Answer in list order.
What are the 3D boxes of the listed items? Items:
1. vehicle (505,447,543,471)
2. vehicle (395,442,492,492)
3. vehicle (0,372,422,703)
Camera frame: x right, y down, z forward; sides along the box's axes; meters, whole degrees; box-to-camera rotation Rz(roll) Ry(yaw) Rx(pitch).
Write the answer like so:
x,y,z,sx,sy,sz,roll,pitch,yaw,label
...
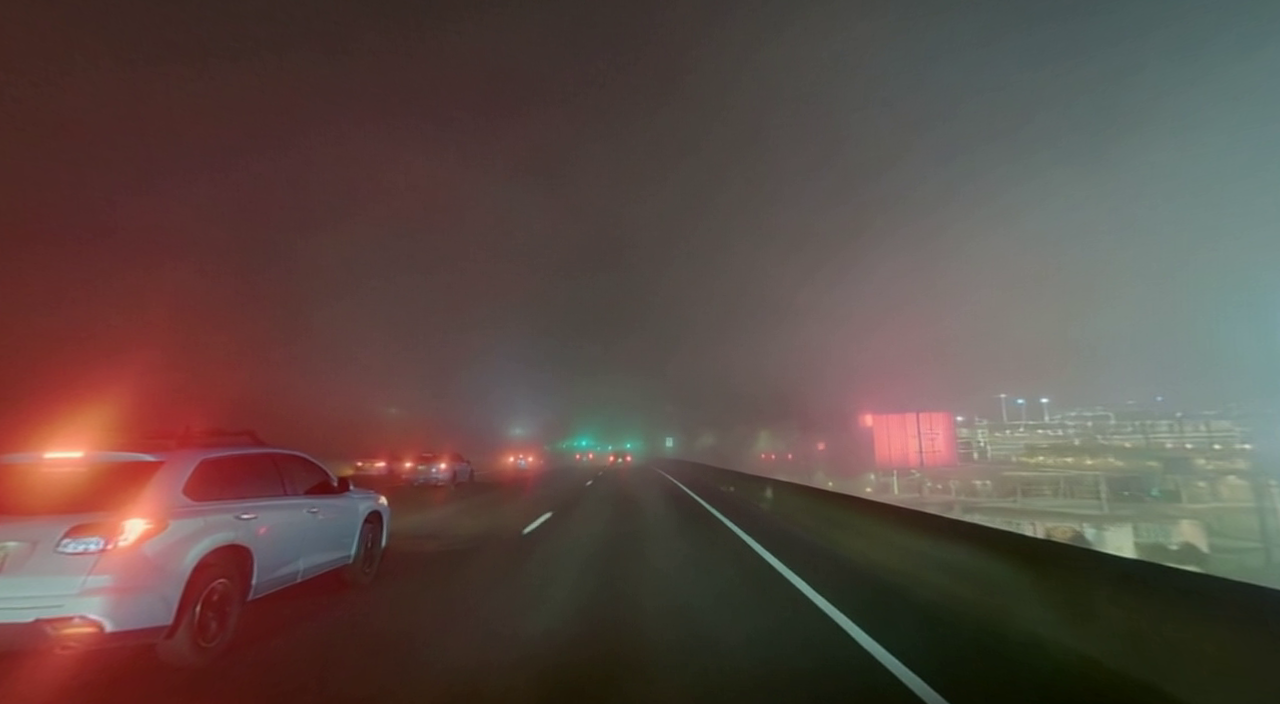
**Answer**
x,y,z,sx,sy,sz,roll,pitch,yaw,label
-8.549,7.885,46.645,2.065,1.689,4.399,0,-9,-2,vehicle
-7.097,4.202,23.356,2.075,1.642,4.638,0,-9,0,vehicle
-3.572,1.287,4.891,2.036,1.717,4.592,0,-9,1,vehicle
